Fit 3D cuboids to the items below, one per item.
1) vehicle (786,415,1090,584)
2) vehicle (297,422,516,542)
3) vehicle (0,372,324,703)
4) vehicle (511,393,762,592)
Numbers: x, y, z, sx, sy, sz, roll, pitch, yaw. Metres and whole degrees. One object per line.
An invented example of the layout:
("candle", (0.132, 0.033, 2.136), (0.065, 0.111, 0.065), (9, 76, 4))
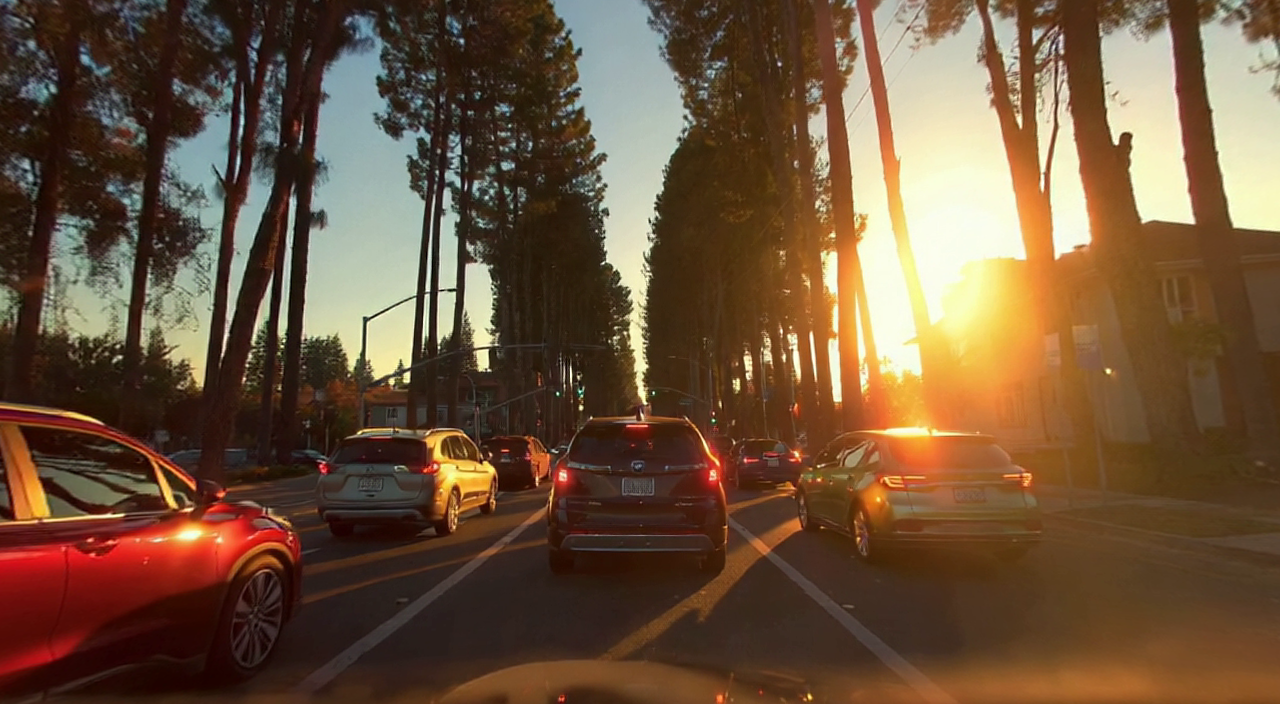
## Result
("vehicle", (3.262, 1.667, 7.858), (1.922, 1.579, 3.642), (0, -8, -1))
("vehicle", (-3.660, 2.112, 10.916), (2.042, 1.641, 4.314), (0, -8, 1))
("vehicle", (-3.781, 0.991, 3.292), (1.929, 1.641, 4.193), (0, -8, 2))
("vehicle", (-0.009, 1.534, 7.640), (2.193, 1.744, 4.033), (0, -8, 1))
